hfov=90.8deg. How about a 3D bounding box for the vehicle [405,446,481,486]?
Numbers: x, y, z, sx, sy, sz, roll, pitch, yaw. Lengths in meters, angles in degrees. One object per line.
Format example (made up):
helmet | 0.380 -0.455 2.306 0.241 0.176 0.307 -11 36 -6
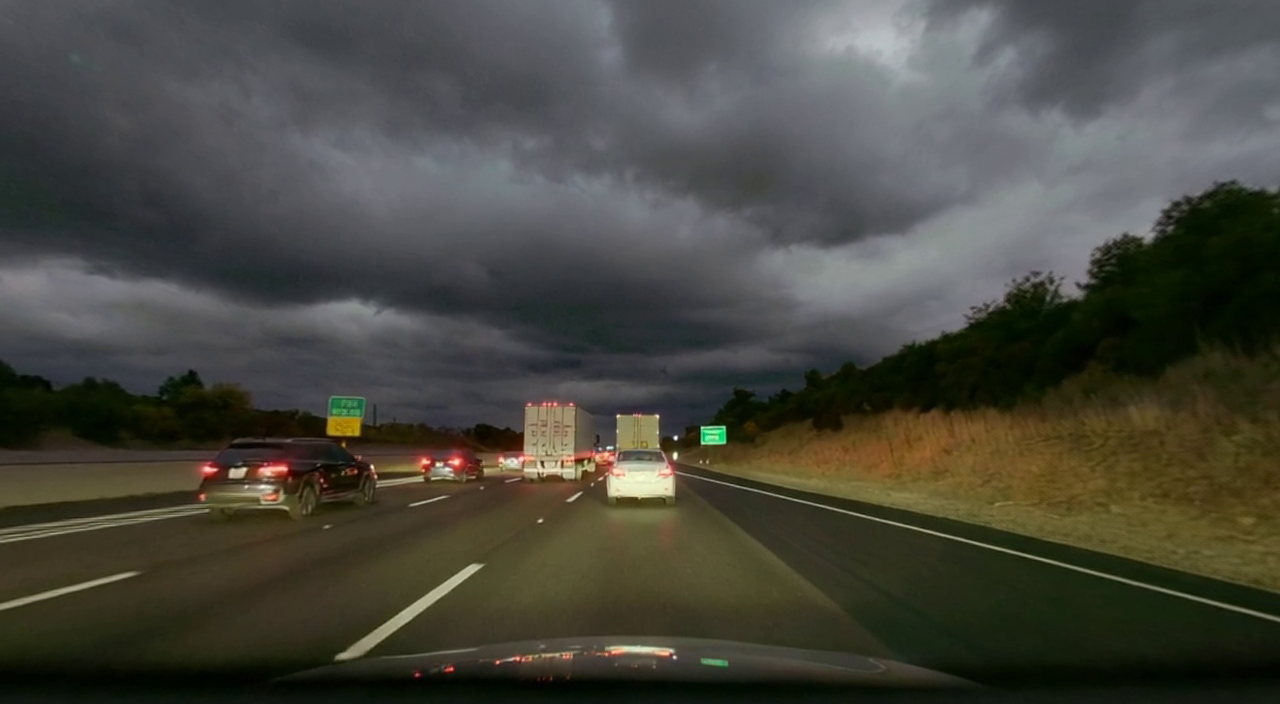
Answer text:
vehicle | -8.079 4.689 26.218 1.880 1.512 3.758 -1 -9 1

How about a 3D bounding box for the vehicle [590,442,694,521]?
vehicle | 0.017 2.774 13.981 1.995 1.495 3.380 0 -9 -1

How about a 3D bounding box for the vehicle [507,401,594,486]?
vehicle | -3.832 4.220 28.948 2.812 3.342 7.248 -1 -9 1

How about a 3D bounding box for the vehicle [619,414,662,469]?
vehicle | 0.018 6.985 49.074 3.072 3.947 6.976 0 -9 0

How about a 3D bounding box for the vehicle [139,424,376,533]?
vehicle | -7.206 2.413 12.576 1.952 1.746 4.332 -1 -9 1
